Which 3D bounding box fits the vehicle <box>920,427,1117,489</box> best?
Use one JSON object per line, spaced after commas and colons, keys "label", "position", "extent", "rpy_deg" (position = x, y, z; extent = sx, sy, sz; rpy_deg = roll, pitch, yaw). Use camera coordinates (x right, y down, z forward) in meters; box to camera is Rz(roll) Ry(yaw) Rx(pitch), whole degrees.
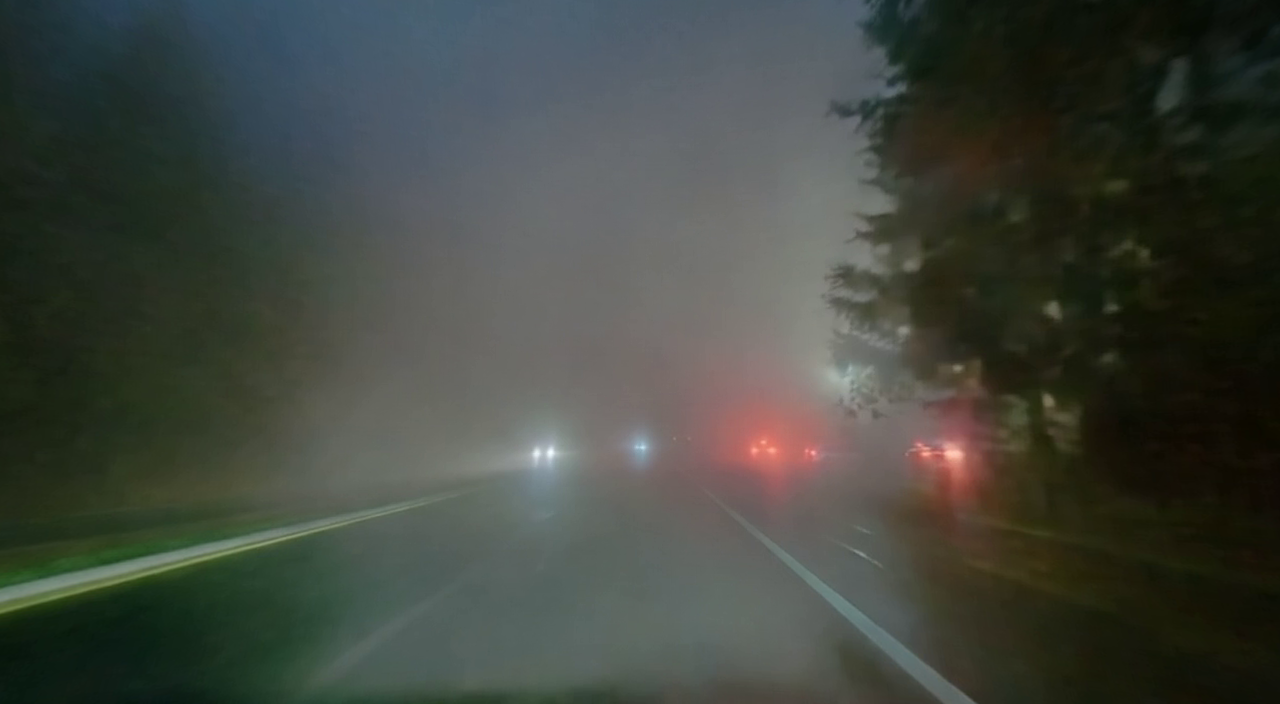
{"label": "vehicle", "position": [11.039, 3.122, 18.674], "extent": [4.493, 1.705, 2.034], "rpy_deg": [0, -8, 0]}

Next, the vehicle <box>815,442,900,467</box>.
{"label": "vehicle", "position": [13.118, 6.222, 38.210], "extent": [4.438, 1.444, 1.900], "rpy_deg": [0, -8, 0]}
